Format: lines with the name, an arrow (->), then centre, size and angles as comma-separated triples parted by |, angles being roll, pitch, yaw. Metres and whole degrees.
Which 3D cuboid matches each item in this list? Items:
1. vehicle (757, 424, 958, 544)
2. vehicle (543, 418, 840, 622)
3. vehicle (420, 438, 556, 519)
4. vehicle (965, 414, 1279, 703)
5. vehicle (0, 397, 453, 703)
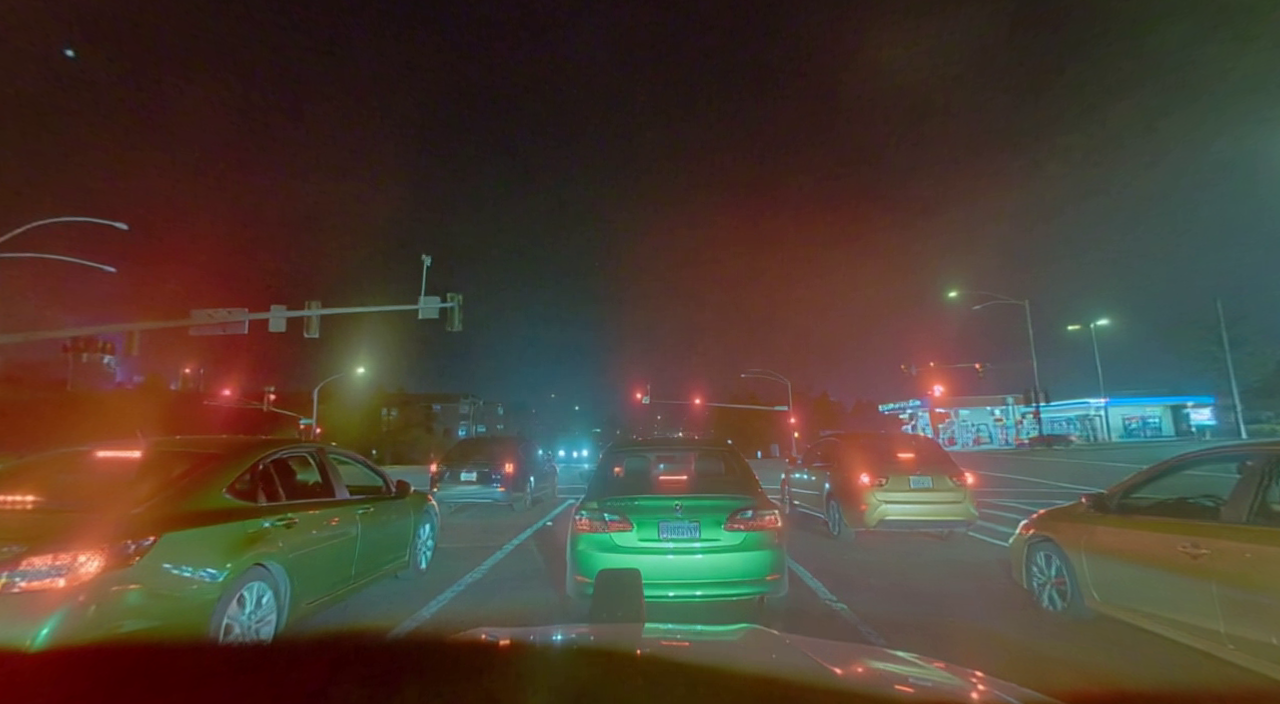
vehicle -> 3.377, 2.126, 10.790 | 1.947, 1.630, 4.127 | 0, -9, 0
vehicle -> 0.328, 1.584, 6.946 | 2.220, 1.507, 4.317 | 0, -9, -2
vehicle -> -3.070, 2.643, 13.701 | 1.867, 1.474, 4.237 | 0, -9, 1
vehicle -> 4.180, 1.135, 3.612 | 1.950, 1.497, 4.686 | 0, -9, -3
vehicle -> -3.005, 1.249, 4.625 | 1.887, 1.493, 4.255 | 0, -9, 1
